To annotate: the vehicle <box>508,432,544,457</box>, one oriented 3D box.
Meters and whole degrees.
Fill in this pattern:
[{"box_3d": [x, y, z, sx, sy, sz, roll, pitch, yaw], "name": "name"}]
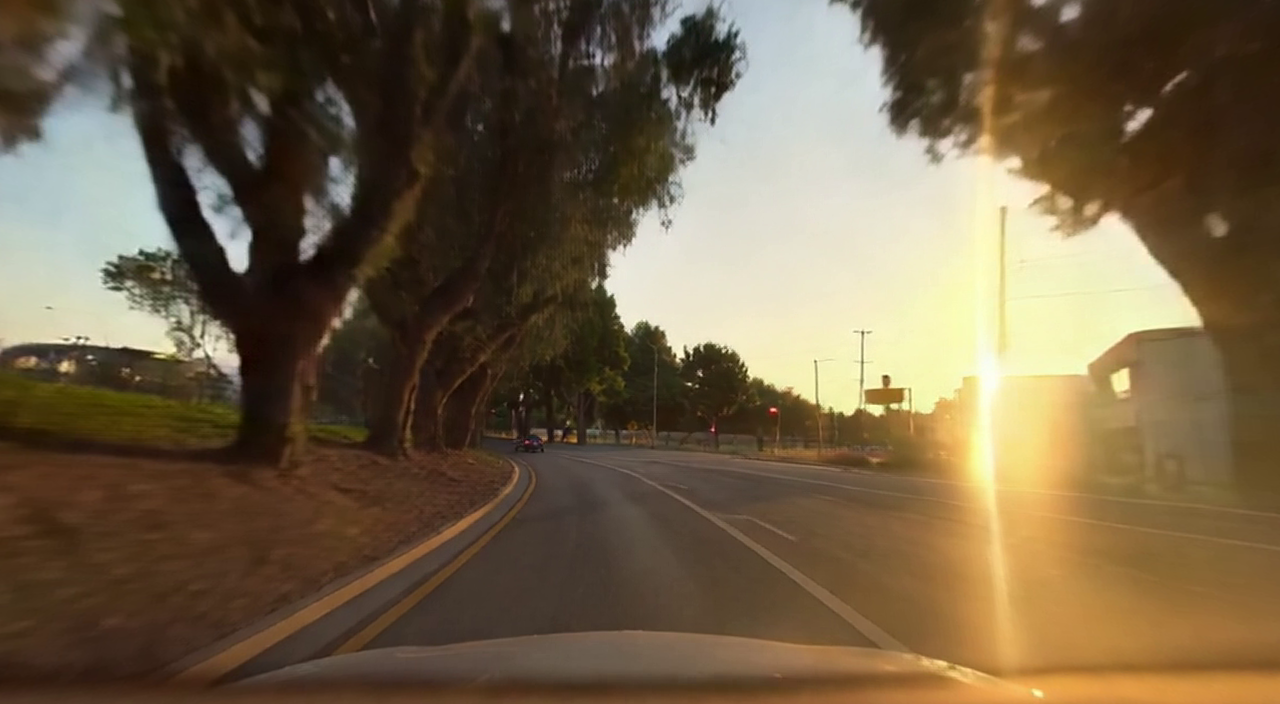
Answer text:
[{"box_3d": [-8.579, 6.924, 47.003, 1.947, 1.729, 4.051, 3, -9, -19], "name": "vehicle"}]
